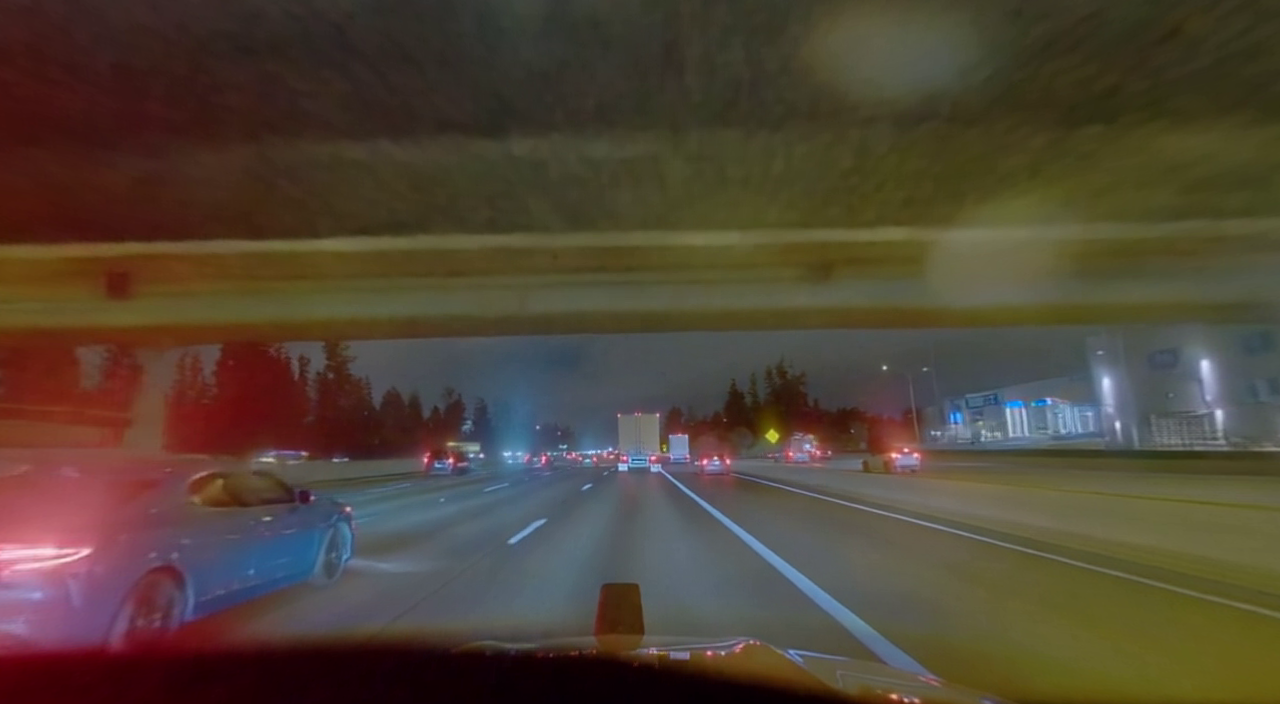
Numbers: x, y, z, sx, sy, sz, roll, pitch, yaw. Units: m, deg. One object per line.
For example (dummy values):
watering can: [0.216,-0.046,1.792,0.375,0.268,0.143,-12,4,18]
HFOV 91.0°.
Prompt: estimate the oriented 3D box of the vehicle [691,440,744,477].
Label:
vehicle: [3.786,5.294,31.484,2.107,1.707,4.445,0,-9,0]

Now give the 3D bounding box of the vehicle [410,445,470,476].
vehicle: [-11.213,6.124,35.626,1.966,1.627,4.258,0,-9,1]

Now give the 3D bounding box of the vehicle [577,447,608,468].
vehicle: [-3.709,8.241,49.389,2.083,1.576,4.307,0,-9,0]

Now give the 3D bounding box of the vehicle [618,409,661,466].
vehicle: [0.125,6.767,49.146,3.012,3.928,10.262,0,-9,2]
